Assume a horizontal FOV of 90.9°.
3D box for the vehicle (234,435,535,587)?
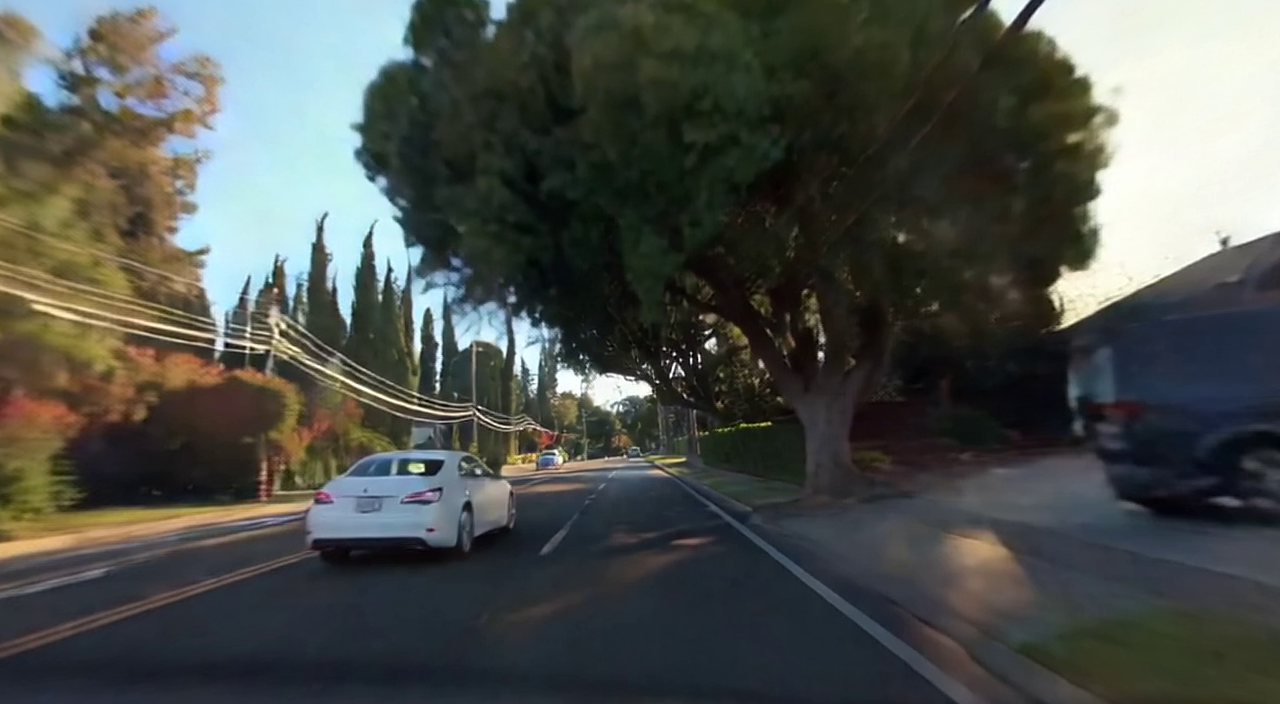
[{"bbox_3d":[-3.028,1.995,8.967,2.085,1.512,5.023,-1,-8,1],"label":"vehicle"}]
